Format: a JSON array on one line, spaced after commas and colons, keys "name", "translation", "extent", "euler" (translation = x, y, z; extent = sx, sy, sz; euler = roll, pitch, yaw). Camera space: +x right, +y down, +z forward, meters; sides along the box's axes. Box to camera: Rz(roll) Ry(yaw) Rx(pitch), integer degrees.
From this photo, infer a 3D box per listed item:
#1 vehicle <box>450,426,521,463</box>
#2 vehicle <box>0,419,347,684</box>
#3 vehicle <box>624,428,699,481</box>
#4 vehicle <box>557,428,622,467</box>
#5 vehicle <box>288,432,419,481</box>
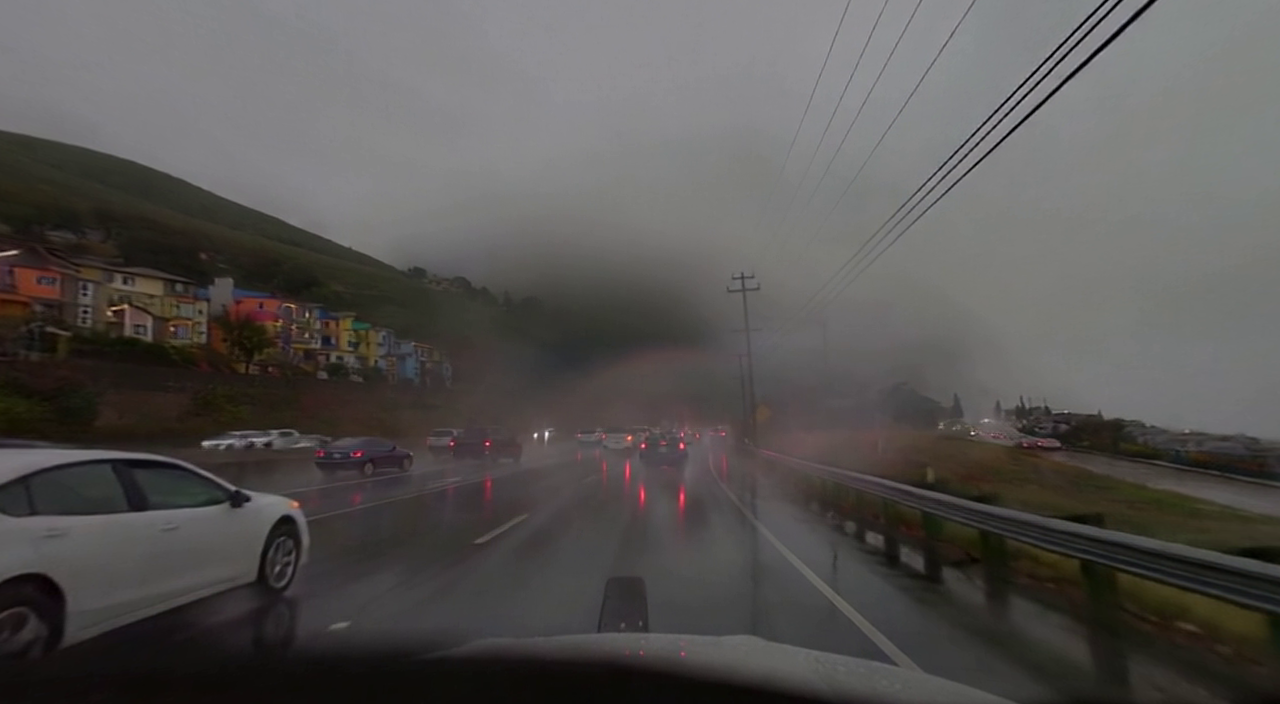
[{"name": "vehicle", "translation": [-8.173, 4.952, 33.850], "extent": [2.080, 1.833, 4.461], "euler": [-2, -9, 9]}, {"name": "vehicle", "translation": [-4.523, 1.342, 5.002], "extent": [1.956, 1.478, 4.789], "euler": [-1, -8, 2]}, {"name": "vehicle", "translation": [0.741, 3.187, 19.795], "extent": [2.109, 1.495, 3.935], "euler": [-1, -8, 4]}, {"name": "vehicle", "translation": [-2.195, 4.381, 28.918], "extent": [2.121, 1.639, 4.383], "euler": [-1, -9, 7]}, {"name": "vehicle", "translation": [-9.567, 3.541, 21.551], "extent": [1.959, 1.469, 4.450], "euler": [-1, -9, 8]}]
